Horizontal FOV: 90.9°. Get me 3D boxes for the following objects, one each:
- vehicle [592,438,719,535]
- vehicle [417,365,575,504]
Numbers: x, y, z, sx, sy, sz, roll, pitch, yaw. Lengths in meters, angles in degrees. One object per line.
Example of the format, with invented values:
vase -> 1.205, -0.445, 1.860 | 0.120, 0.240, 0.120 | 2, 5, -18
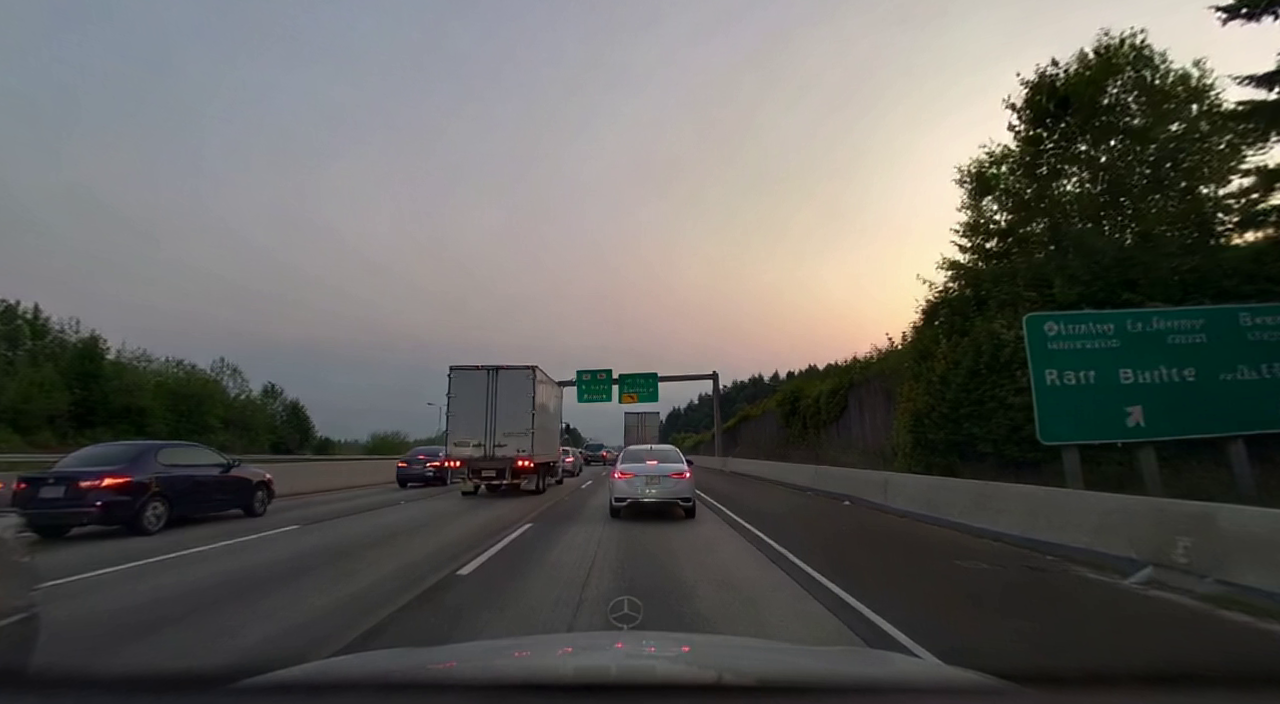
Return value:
vehicle -> 0.238, 2.390, 11.694 | 1.995, 1.495, 3.380 | 0, -9, 0
vehicle -> -3.844, 2.567, 19.045 | 2.832, 3.293, 7.782 | 0, -9, 1
